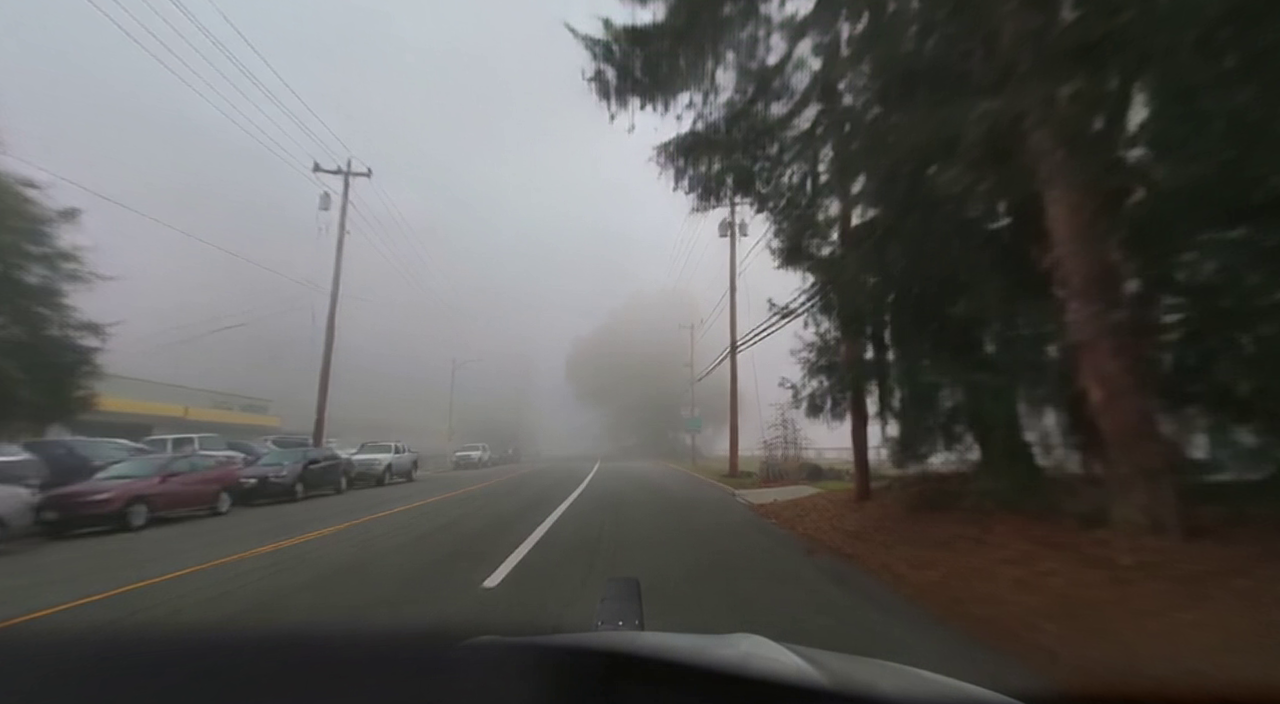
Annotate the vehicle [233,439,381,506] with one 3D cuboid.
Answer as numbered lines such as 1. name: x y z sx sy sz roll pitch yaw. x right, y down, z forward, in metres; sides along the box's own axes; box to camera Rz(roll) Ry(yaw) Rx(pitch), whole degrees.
1. vehicle: -9.592 3.475 18.726 2.027 1.719 4.575 0 -9 -3

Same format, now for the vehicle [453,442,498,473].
1. vehicle: -10.678 6.845 41.326 2.016 1.872 5.297 1 -9 -6

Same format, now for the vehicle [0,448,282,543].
1. vehicle: -9.248 2.639 12.383 1.878 1.471 4.698 0 -9 -2

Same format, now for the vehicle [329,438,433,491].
1. vehicle: -9.725 4.258 24.265 1.983 1.799 5.276 0 -9 -3
